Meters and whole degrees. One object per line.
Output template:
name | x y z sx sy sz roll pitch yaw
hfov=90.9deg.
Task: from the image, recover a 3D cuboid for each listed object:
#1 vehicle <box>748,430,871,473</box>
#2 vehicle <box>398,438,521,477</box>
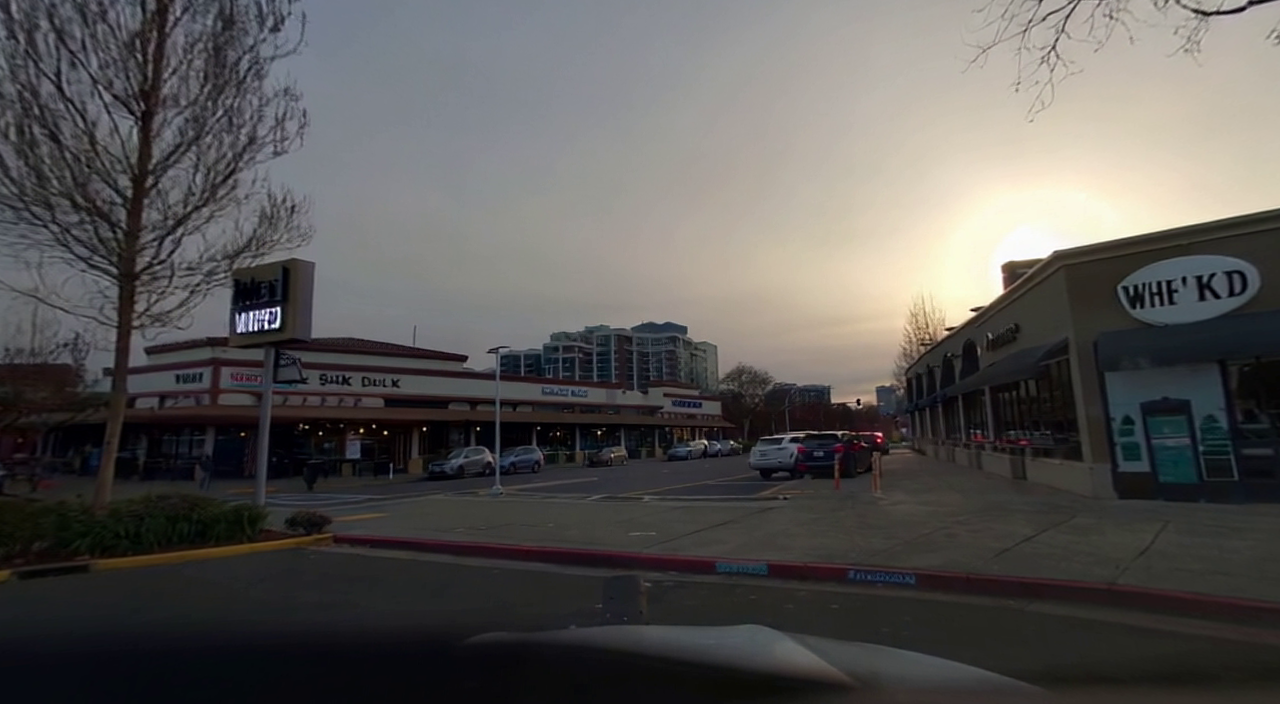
vehicle | 7.174 4.206 26.781 4.706 1.663 1.993 -4 -9 25
vehicle | -7.866 4.615 27.656 4.814 1.618 1.869 -2 -9 11
